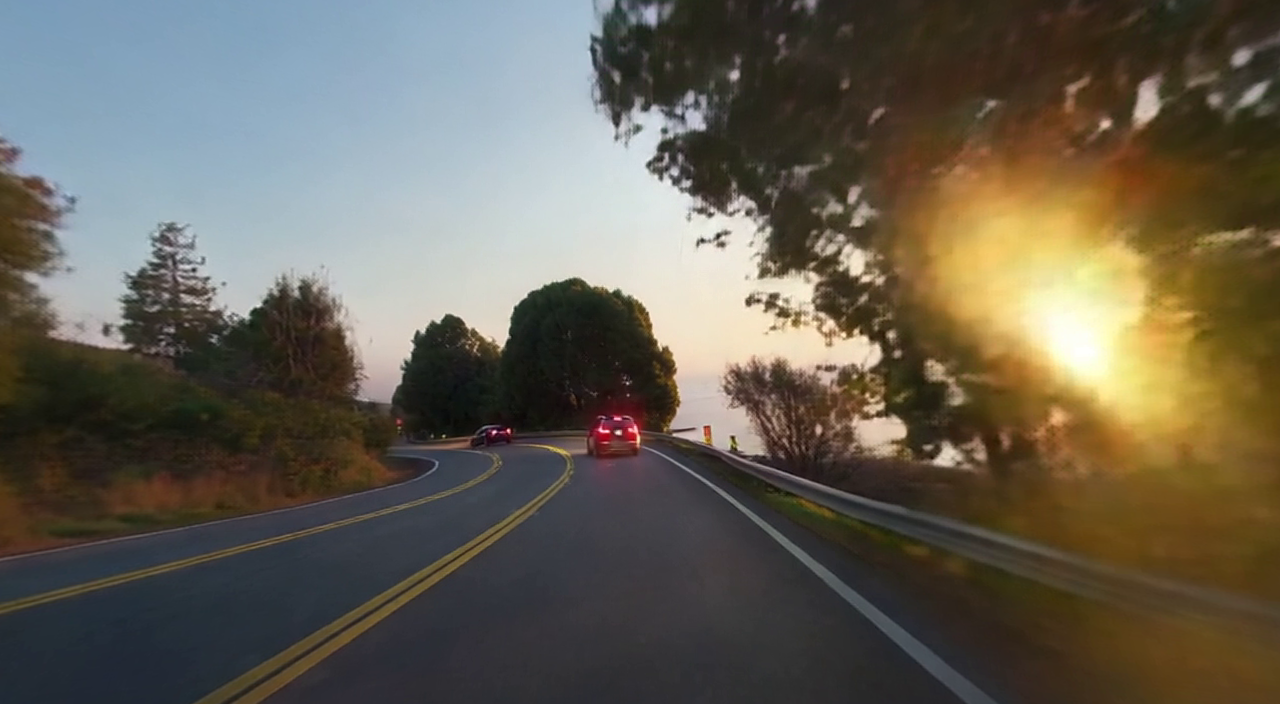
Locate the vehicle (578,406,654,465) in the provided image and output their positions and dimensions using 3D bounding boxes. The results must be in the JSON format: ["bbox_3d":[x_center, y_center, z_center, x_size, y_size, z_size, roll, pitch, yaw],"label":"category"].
[{"bbox_3d":[-1.176,3.501,26.252,2.500,1.961,5.637,-5,-8,-8],"label":"vehicle"}]
